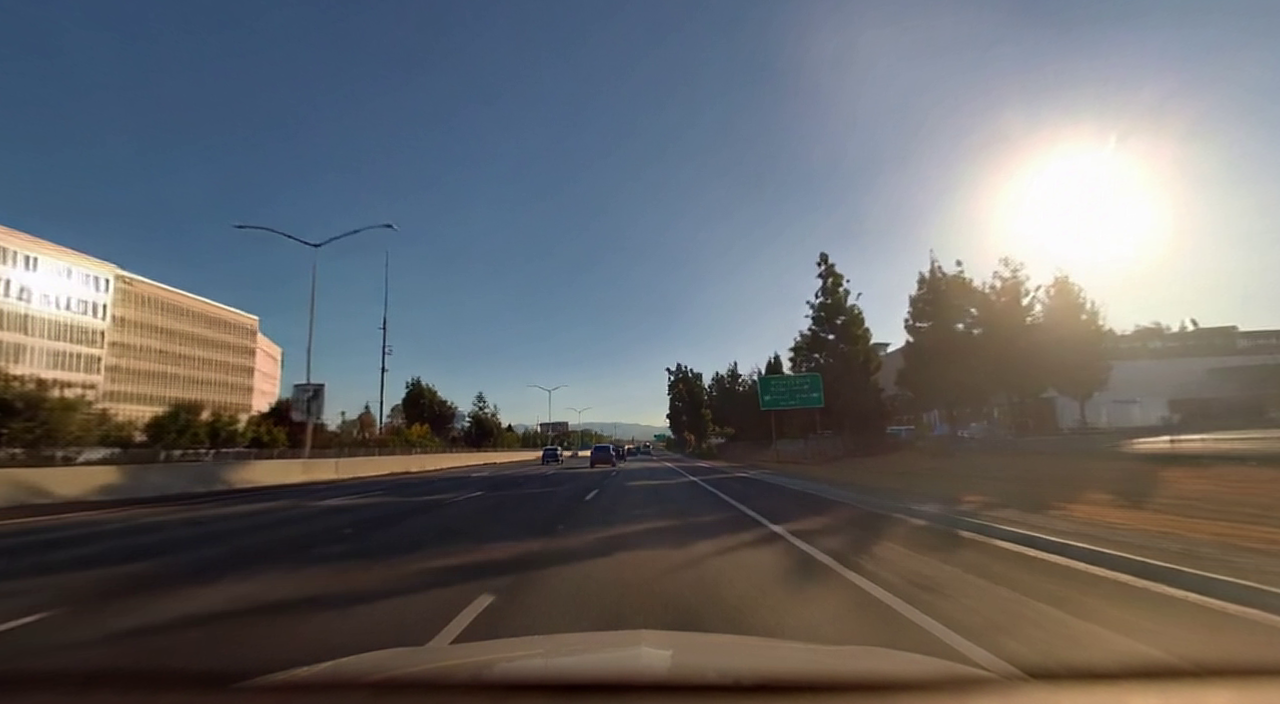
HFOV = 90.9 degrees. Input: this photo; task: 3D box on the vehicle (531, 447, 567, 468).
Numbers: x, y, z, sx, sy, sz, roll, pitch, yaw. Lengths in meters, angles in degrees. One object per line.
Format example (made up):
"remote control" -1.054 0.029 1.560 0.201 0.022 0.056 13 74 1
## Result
"vehicle" -6.604 7.670 46.186 1.936 1.462 4.388 0 -8 0
